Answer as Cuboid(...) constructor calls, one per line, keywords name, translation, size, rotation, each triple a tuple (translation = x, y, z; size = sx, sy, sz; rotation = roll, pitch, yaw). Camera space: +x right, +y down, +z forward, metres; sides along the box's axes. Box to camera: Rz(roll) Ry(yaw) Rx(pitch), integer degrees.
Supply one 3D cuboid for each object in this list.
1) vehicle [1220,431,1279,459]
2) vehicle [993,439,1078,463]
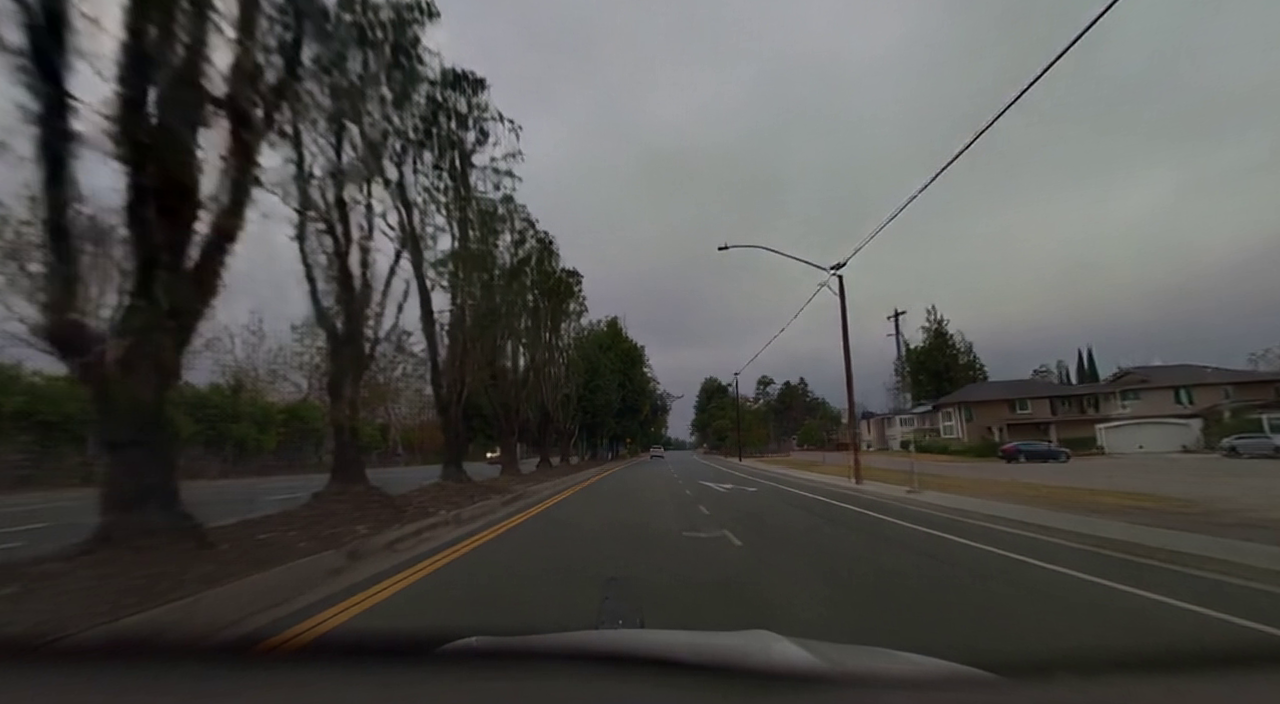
Cuboid(name="vehicle", translation=(41.547, 6.290, 42.691), size=(4.494, 1.782, 2.212), rotation=(5, -10, -33))
Cuboid(name="vehicle", translation=(27.031, 6.774, 43.268), size=(4.580, 1.598, 2.010), rotation=(1, -8, -5))
